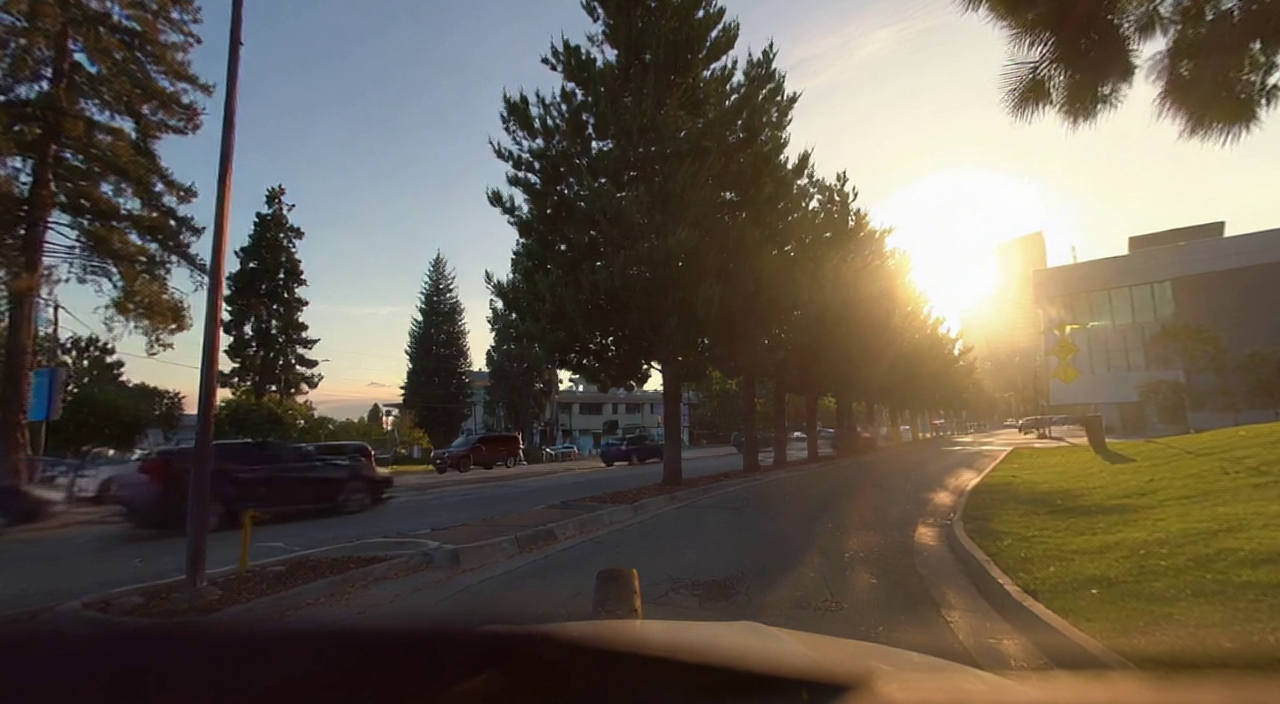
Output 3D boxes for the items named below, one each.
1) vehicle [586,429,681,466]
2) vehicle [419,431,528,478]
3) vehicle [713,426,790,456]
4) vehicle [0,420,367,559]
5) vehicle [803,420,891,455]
[{"bbox_3d":[-0.268,5.101,34.045,2.313,1.688,5.015,-10,-11,40],"label":"vehicle"},{"bbox_3d":[-8.265,5.058,31.728,2.134,1.924,4.911,-7,-7,41],"label":"vehicle"},{"bbox_3d":[6.666,5.285,37.380,2.146,1.555,4.810,-11,-14,41],"label":"vehicle"},{"bbox_3d":[-7.861,2.187,11.144,1.954,1.639,5.229,-9,-8,39],"label":"vehicle"},{"bbox_3d":[10.652,4.401,32.235,2.201,1.574,5.060,-11,-13,42],"label":"vehicle"}]
